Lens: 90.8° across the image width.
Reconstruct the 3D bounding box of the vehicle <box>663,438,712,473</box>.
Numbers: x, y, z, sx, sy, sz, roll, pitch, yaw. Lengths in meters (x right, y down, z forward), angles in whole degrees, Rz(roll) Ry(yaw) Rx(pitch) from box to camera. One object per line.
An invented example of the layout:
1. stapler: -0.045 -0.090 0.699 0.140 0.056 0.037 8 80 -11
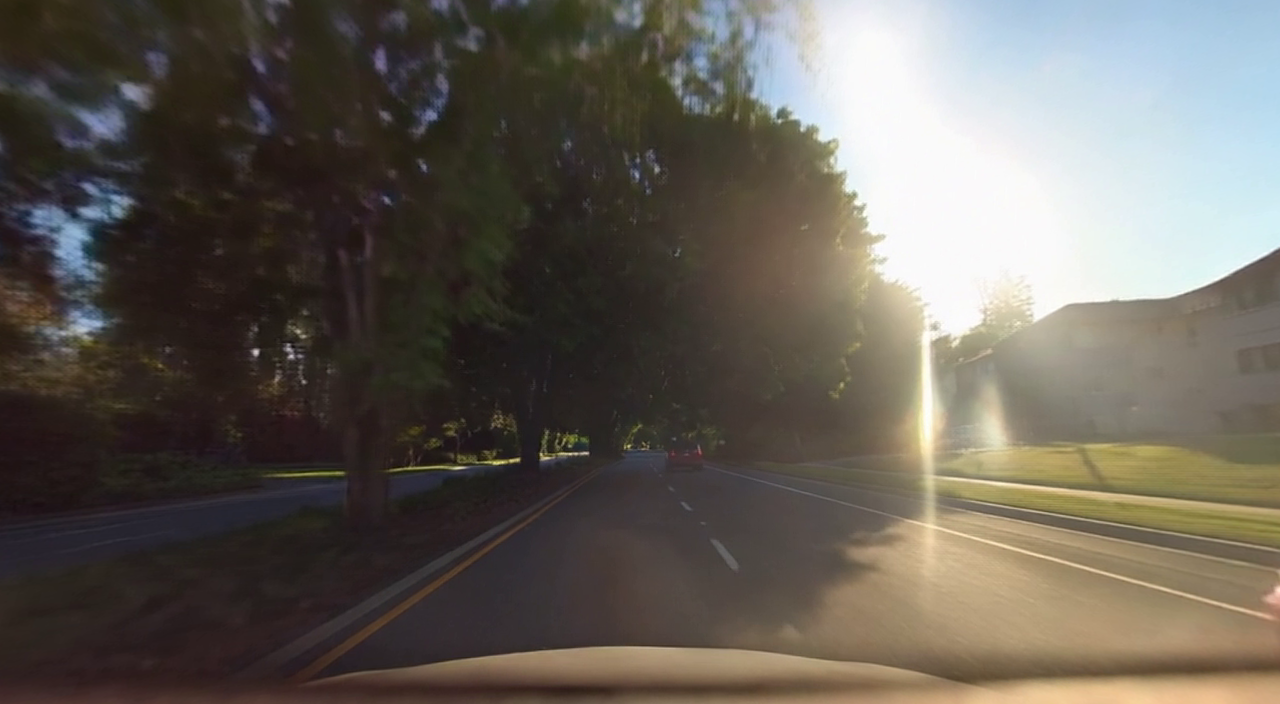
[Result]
1. vehicle: 2.422 5.478 33.499 2.164 1.725 4.285 0 -9 -1
